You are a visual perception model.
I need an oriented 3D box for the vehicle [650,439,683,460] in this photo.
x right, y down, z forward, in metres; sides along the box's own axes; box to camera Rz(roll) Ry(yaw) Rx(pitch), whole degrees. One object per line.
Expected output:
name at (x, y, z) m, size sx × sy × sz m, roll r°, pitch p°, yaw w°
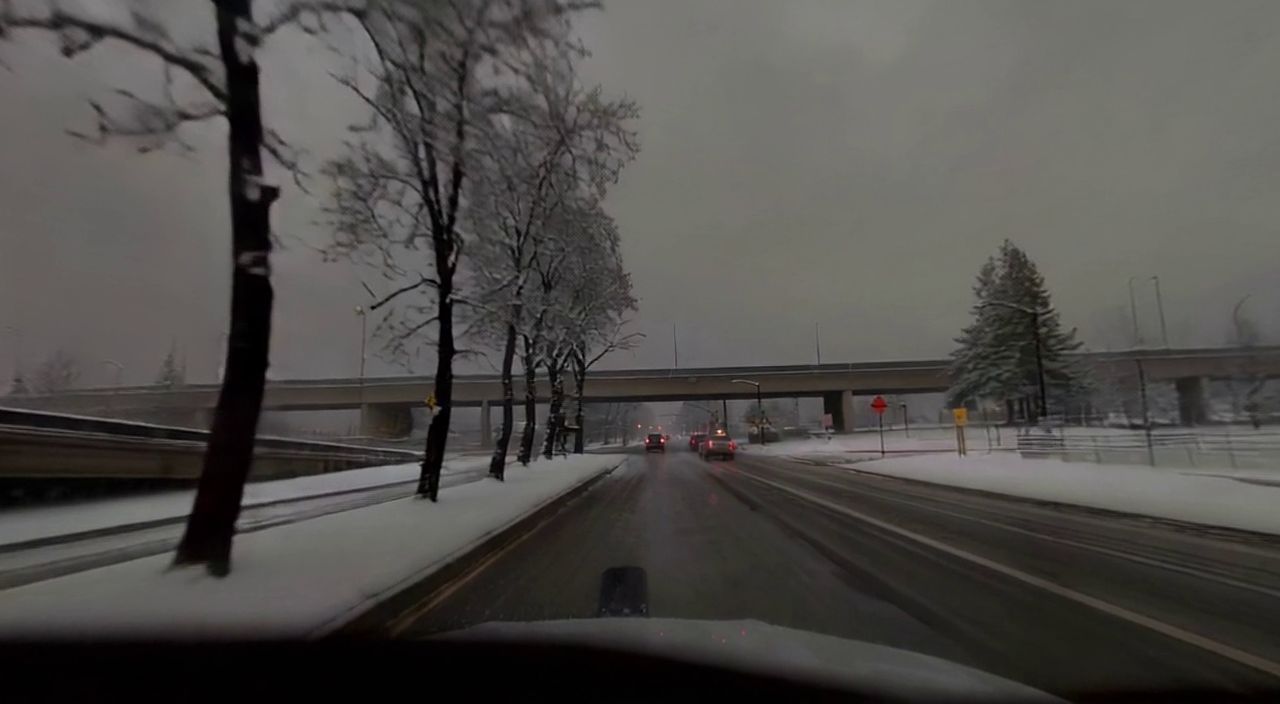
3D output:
vehicle at (1.942, 7.161, 46.359) m, size 2.280 × 1.475 × 4.051 m, roll 0°, pitch -8°, yaw 3°

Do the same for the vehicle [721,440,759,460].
vehicle at (7.485, 7.388, 47.726) m, size 2.035 × 1.435 × 4.481 m, roll 0°, pitch -8°, yaw -1°
